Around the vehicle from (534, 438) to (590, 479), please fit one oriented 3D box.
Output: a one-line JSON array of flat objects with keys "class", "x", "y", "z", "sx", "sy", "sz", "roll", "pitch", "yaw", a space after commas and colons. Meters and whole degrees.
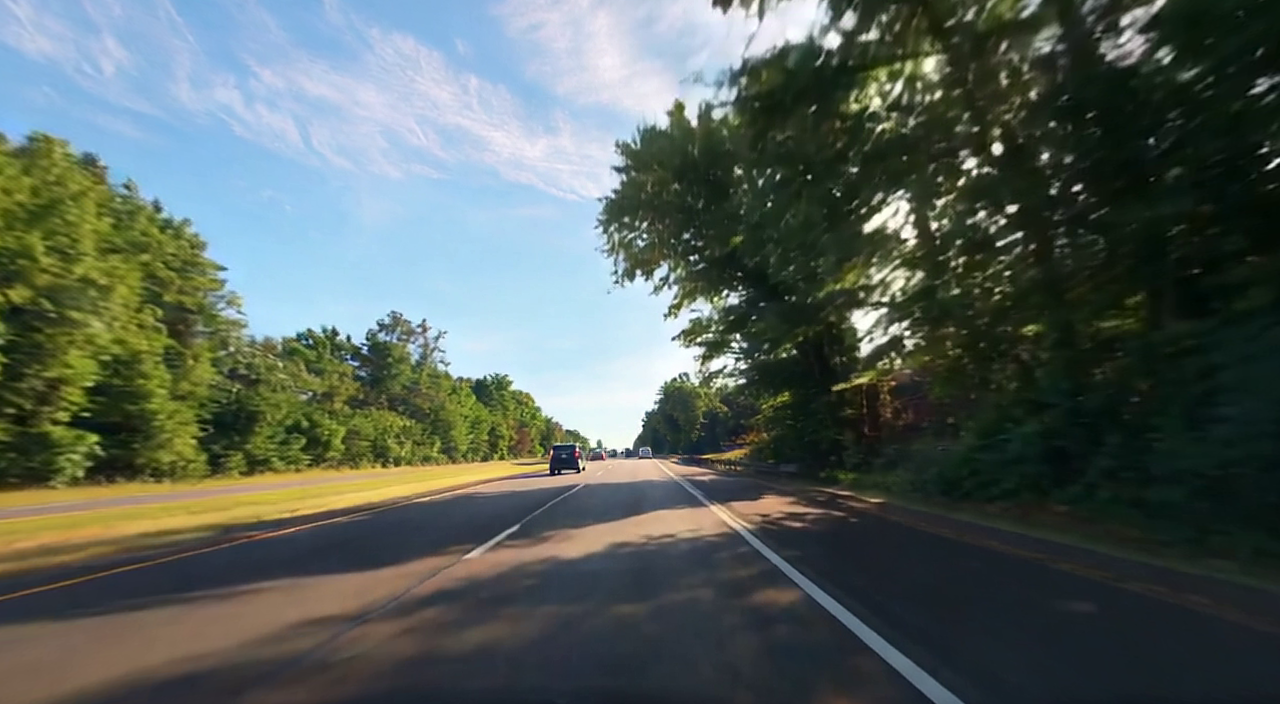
[{"class": "vehicle", "x": -3.648, "y": 5.072, "z": 30.241, "sx": 2.056, "sy": 1.811, "sz": 4.202, "roll": 0, "pitch": -9, "yaw": 1}]
